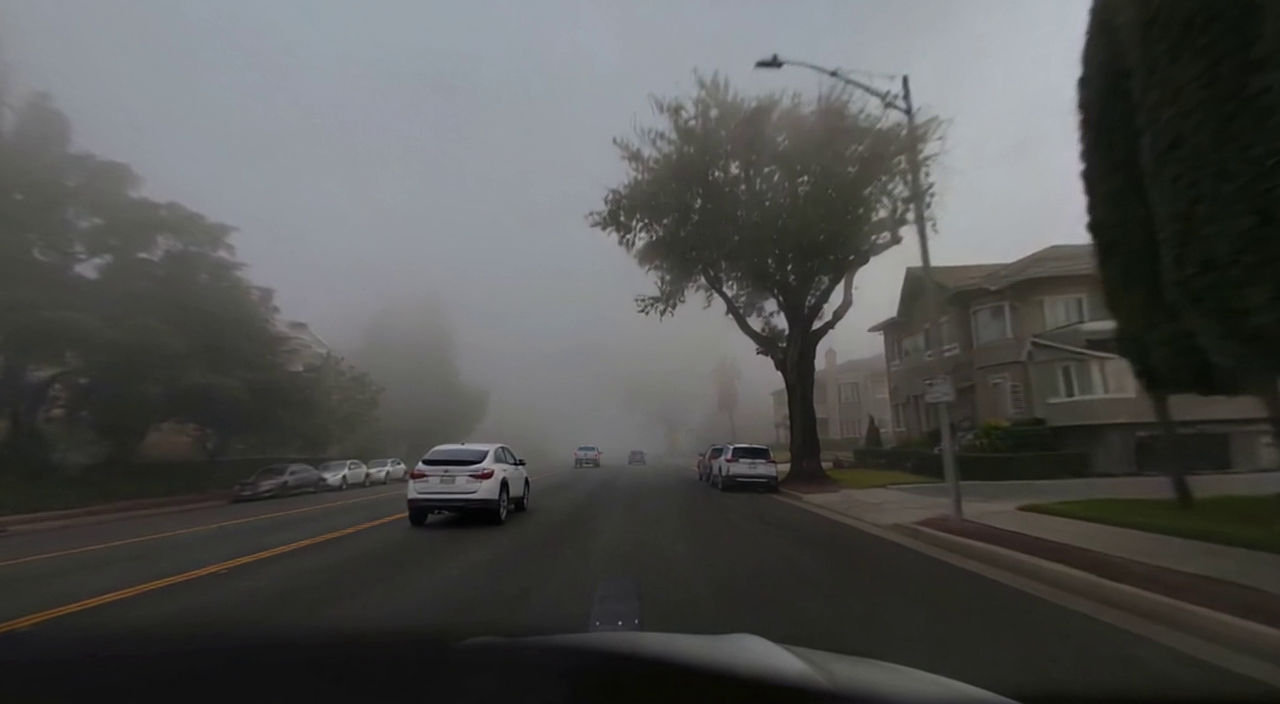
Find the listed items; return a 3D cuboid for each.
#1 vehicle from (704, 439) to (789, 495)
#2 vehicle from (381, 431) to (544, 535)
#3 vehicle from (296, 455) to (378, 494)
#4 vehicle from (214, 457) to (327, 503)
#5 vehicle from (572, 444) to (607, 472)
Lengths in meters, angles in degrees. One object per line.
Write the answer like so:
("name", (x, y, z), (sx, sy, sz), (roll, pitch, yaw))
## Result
("vehicle", (3.689, 4.107, 23.002), (2.125, 1.768, 5.544), (0, -9, 0))
("vehicle", (-3.174, 2.413, 12.188), (1.929, 1.651, 3.948), (0, -9, 1))
("vehicle", (-13.771, 5.559, 28.864), (1.812, 1.467, 4.253), (-4, -9, -2))
("vehicle", (-13.765, 4.753, 23.789), (1.787, 1.461, 4.367), (-1, -9, -2))
("vehicle", (-3.491, 7.379, 43.994), (1.994, 1.810, 5.057), (0, -9, 0))
